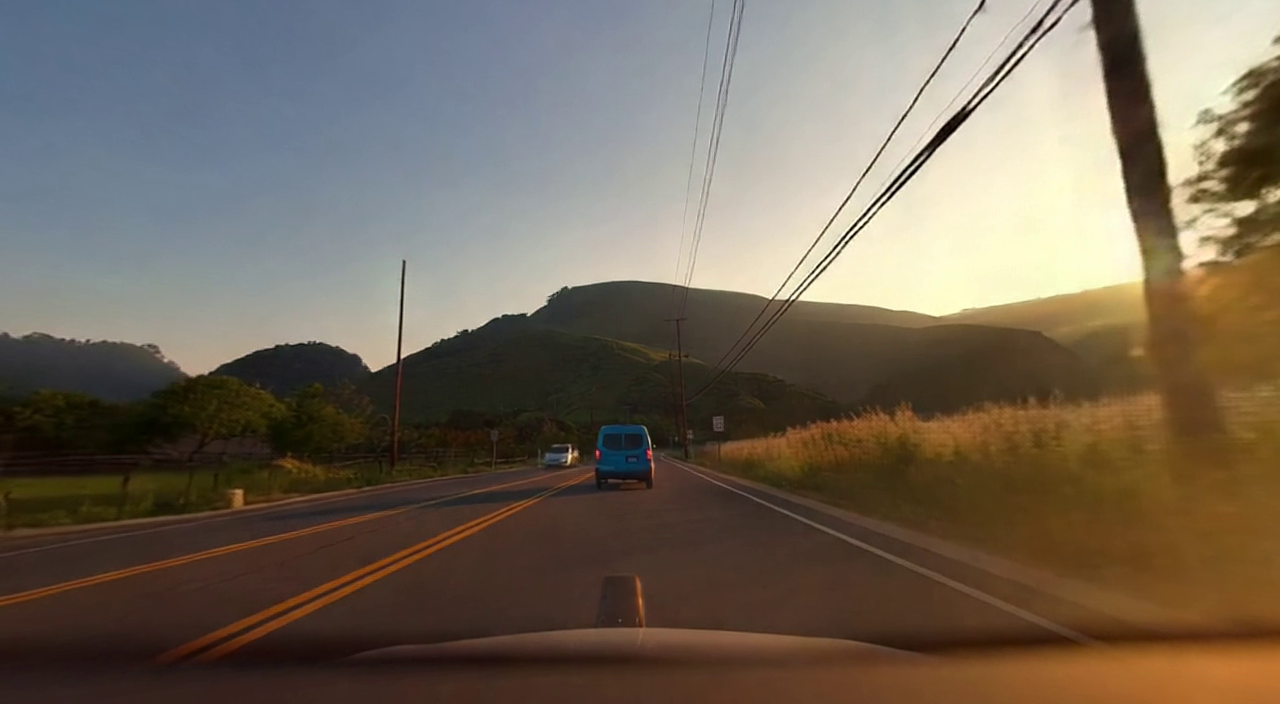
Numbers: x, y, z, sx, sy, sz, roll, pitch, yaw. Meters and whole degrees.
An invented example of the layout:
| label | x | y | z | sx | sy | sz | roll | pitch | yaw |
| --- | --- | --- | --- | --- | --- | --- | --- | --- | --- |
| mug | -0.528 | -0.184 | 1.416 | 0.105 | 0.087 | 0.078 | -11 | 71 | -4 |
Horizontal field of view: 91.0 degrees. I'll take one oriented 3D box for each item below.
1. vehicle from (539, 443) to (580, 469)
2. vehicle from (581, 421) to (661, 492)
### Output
| label | x | y | z | sx | sy | sz | roll | pitch | yaw |
| --- | --- | --- | --- | --- | --- | --- | --- | --- | --- |
| vehicle | -5.881 | 7.648 | 46.465 | 2.120 | 1.804 | 4.392 | 0 | -8 | 4 |
| vehicle | -0.583 | 3.530 | 21.662 | 2.454 | 2.144 | 4.535 | 0 | -8 | 0 |
